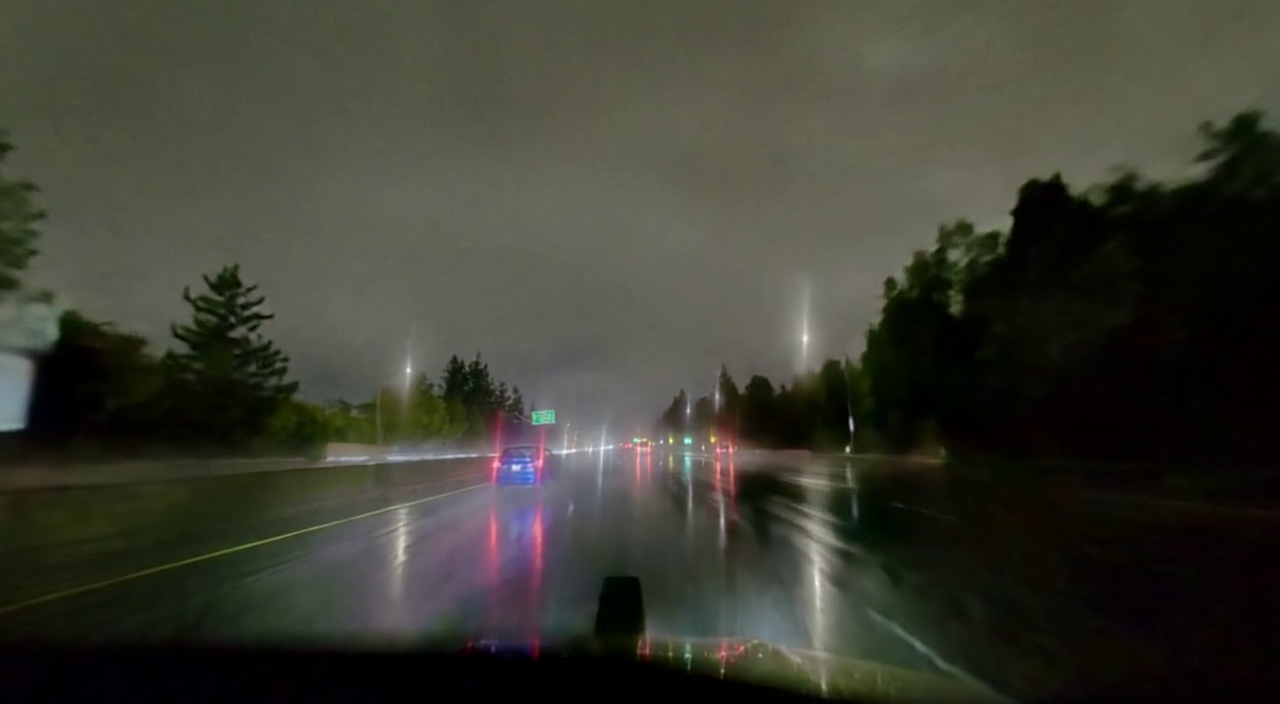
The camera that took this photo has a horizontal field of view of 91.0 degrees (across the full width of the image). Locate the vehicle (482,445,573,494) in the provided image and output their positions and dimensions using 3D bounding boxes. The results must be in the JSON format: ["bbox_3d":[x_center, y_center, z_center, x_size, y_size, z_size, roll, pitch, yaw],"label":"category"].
[{"bbox_3d":[-3.702,3.963,21.588,2.162,1.493,4.583,0,-9,1],"label":"vehicle"}]
